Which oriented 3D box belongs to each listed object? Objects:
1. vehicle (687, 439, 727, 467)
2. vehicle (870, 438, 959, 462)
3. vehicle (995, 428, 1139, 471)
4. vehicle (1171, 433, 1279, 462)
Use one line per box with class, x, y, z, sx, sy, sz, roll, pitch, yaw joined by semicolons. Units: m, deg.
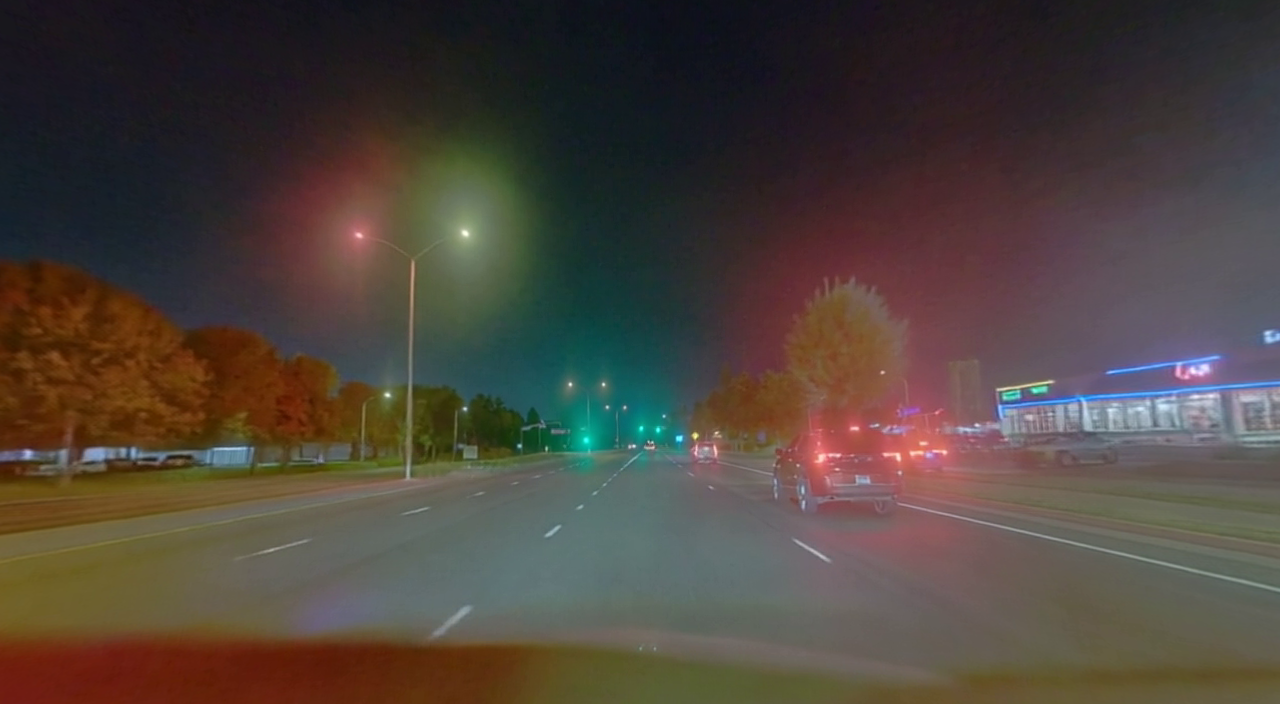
vehicle;4.221;6.494;40.592;2.007;1.683;4.171;0;-8;-1
vehicle;17.202;6.164;39.597;4.685;1.478;1.849;-1;-9;2
vehicle;17.731;4.066;26.390;4.386;1.701;2.121;-1;-8;3
vehicle;32.276;5.175;34.181;5.080;1.504;1.946;-8;-12;44
